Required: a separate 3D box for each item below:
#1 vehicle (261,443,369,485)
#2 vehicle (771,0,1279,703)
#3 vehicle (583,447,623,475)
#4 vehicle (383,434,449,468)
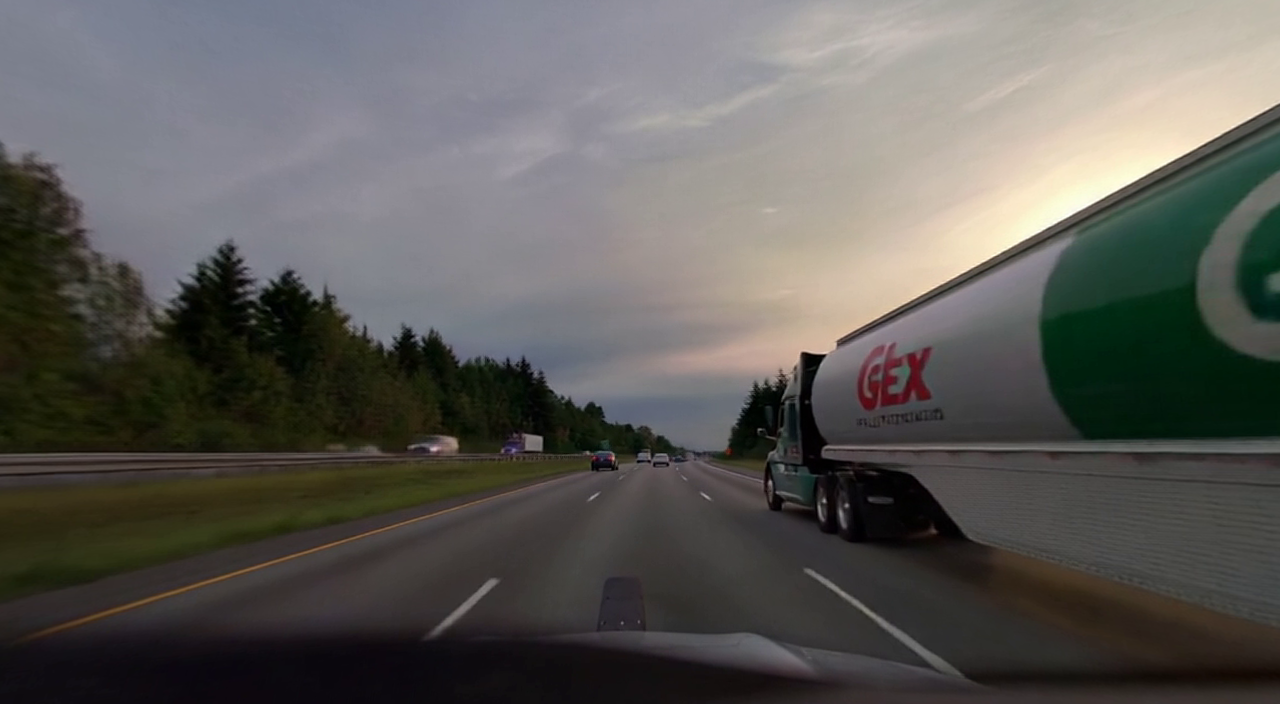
[{"bbox_3d":[-12.218,4.219,24.034,1.839,1.441,4.132,0,-9,1],"label":"vehicle"},{"bbox_3d":[4.114,0.099,4.744,3.057,3.993,13.914,0,-9,-1],"label":"vehicle"},{"bbox_3d":[-2.416,7.359,42.741,2.205,1.728,4.397,-1,-9,3],"label":"vehicle"},{"bbox_3d":[-15.246,6.790,43.290,2.484,2.197,5.115,0,-9,2],"label":"vehicle"}]
